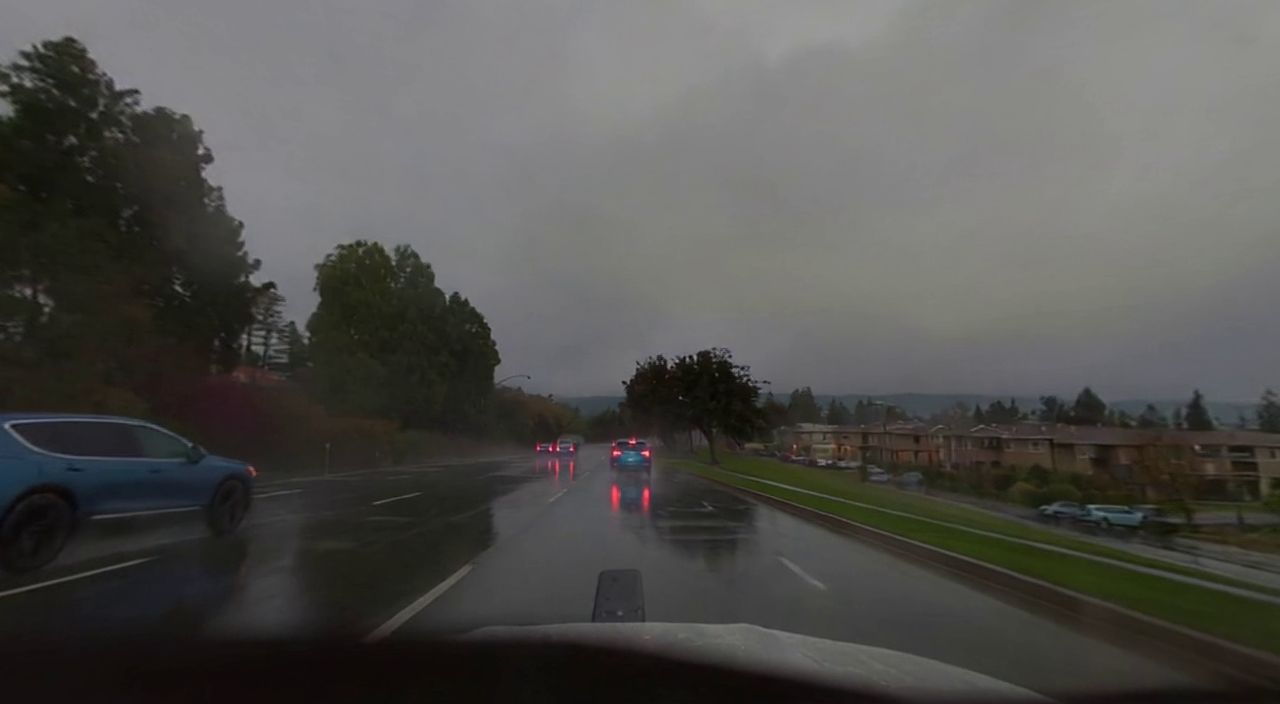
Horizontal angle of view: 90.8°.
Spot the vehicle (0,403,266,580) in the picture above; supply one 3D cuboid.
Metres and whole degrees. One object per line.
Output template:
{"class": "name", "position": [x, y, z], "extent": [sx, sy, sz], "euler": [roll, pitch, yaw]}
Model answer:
{"class": "vehicle", "position": [-7.034, 1.564, 7.632], "extent": [1.997, 1.650, 5.090], "euler": [0, -8, -1]}

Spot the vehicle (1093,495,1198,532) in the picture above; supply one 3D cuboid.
{"class": "vehicle", "position": [27.879, 8.903, 35.054], "extent": [1.845, 1.533, 4.455], "euler": [1, -8, -6]}

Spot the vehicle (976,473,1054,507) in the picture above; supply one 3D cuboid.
{"class": "vehicle", "position": [26.564, 9.749, 44.962], "extent": [1.858, 1.849, 4.942], "euler": [1, -7, -11]}

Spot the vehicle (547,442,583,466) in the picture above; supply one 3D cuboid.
{"class": "vehicle", "position": [-5.226, 7.142, 44.538], "extent": [2.123, 1.592, 4.505], "euler": [0, -8, -1]}

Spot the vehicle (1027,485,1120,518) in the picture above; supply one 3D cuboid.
{"class": "vehicle", "position": [27.209, 9.390, 39.881], "extent": [1.874, 1.577, 4.877], "euler": [2, -8, -9]}

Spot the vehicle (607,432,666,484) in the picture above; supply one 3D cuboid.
{"class": "vehicle", "position": [-0.129, 4.127, 24.920], "extent": [2.125, 1.830, 4.370], "euler": [0, -8, 0]}
